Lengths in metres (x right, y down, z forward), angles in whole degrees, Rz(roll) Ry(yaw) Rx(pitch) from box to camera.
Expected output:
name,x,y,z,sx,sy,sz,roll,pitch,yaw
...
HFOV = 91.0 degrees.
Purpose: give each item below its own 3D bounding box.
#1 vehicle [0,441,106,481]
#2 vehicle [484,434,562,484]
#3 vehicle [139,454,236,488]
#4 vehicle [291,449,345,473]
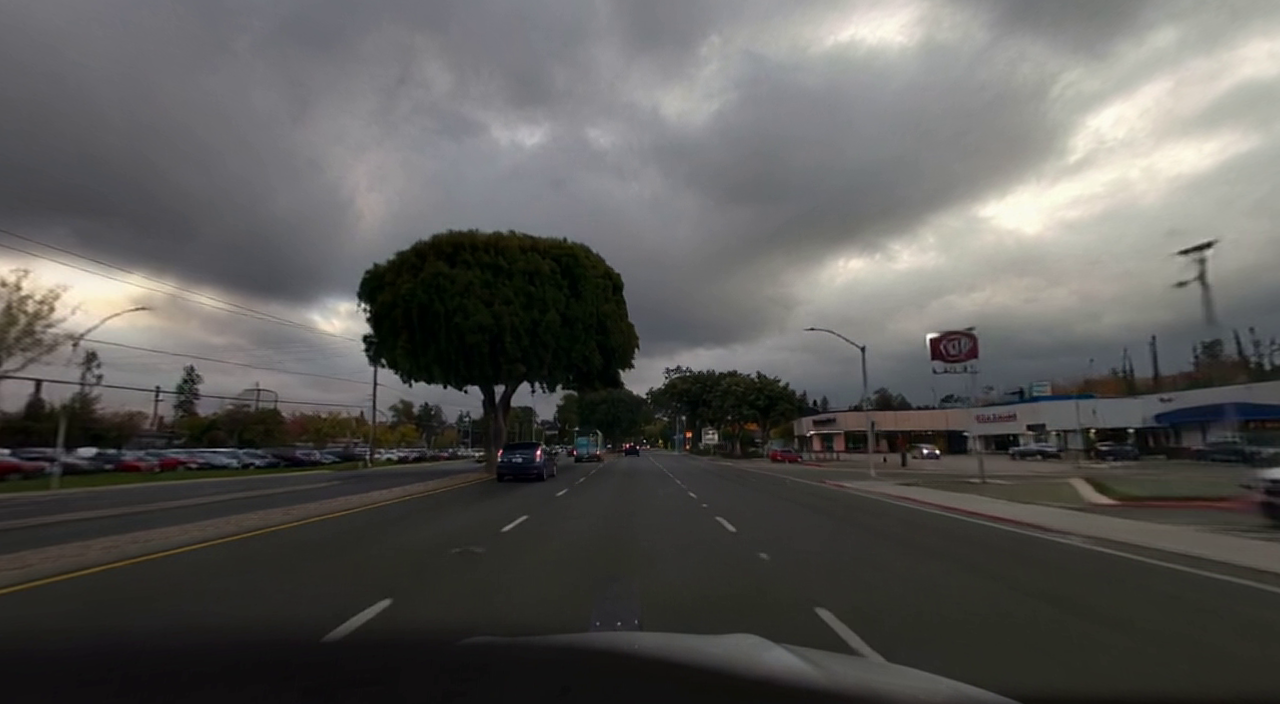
name,x,y,z,sx,sy,sz,roll,pitch,yaw
vehicle,-32.839,5.822,33.892,6.044,2.034,2.218,0,-8,0
vehicle,-4.290,3.993,23.742,2.109,1.672,4.256,0,-8,0
vehicle,-22.838,6.005,31.977,1.858,1.530,4.044,0,-8,0
vehicle,-23.189,7.821,45.477,1.836,1.582,4.075,0,-8,-1
